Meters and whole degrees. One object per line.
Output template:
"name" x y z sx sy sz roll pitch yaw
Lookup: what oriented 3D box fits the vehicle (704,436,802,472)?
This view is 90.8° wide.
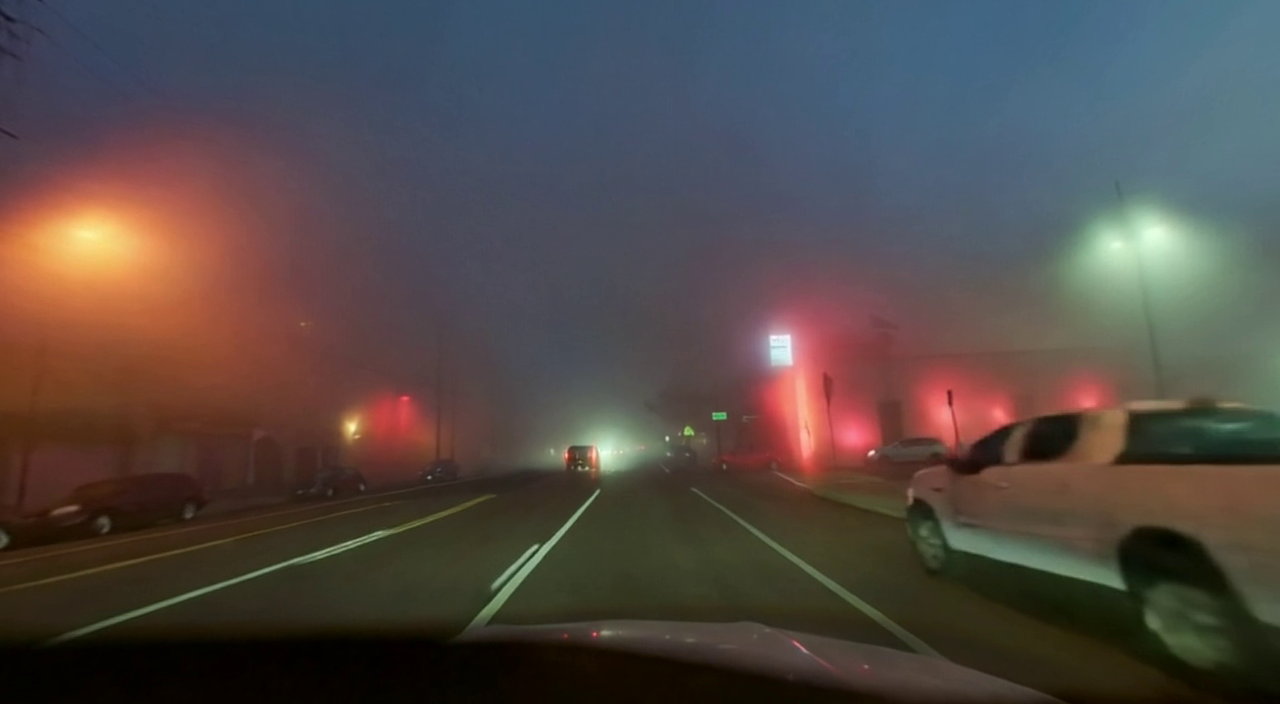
"vehicle" 5.357 4.926 30.538 4.474 1.632 2.234 -1 -8 5

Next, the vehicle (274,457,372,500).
"vehicle" -15.423 6.156 31.130 1.966 1.760 5.423 -1 -8 1

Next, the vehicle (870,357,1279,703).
"vehicle" 3.821 1.166 4.802 2.048 1.658 5.559 0 -8 0

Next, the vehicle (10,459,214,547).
"vehicle" -15.323 4.310 18.772 2.081 1.791 4.799 -6 -7 -1

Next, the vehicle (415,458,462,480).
"vehicle" -15.695 9.086 49.430 2.073 1.492 4.687 0 -8 0

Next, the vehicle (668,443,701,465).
"vehicle" 3.265 7.586 47.026 2.007 1.558 4.464 0 -8 -2

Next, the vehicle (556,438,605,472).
"vehicle" -3.398 6.028 37.100 2.348 1.831 4.737 0 -8 0
